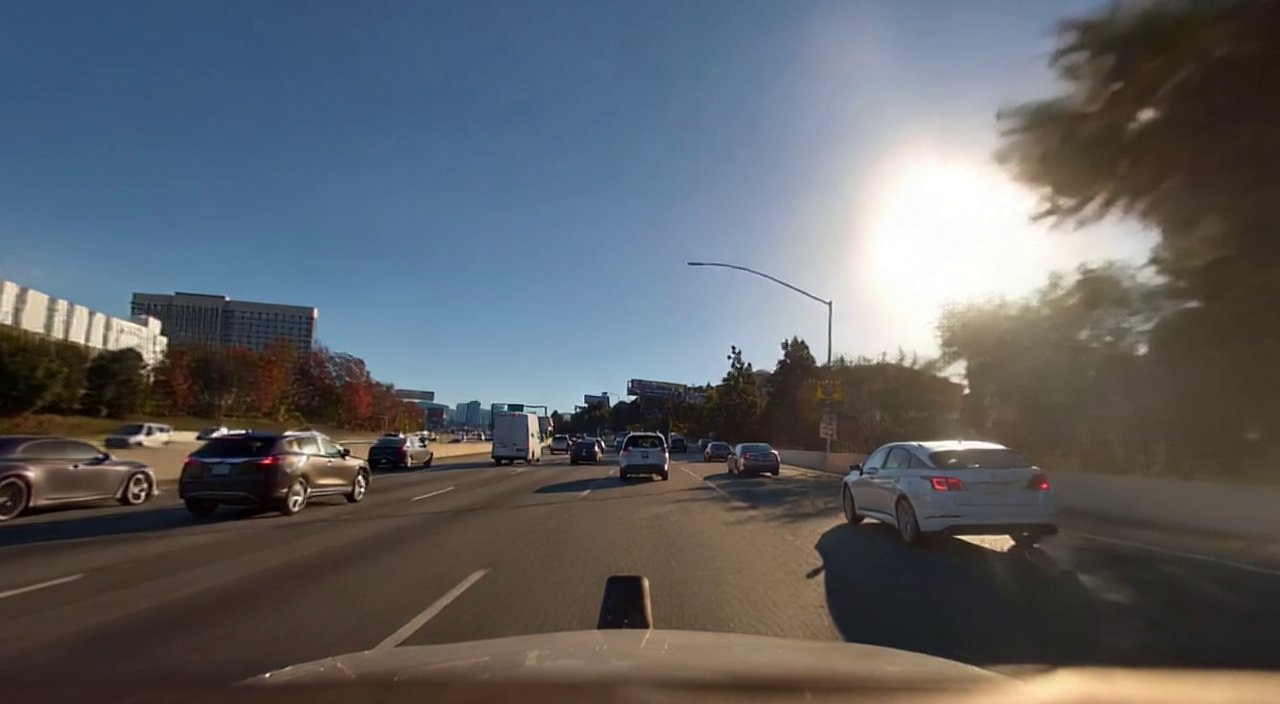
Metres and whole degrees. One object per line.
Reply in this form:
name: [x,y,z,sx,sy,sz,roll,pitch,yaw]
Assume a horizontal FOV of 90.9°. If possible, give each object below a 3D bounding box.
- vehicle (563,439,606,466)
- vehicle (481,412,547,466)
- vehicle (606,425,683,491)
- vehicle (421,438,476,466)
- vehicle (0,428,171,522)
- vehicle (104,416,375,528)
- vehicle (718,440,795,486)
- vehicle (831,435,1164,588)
vehicle: [-3.240,5.993,37.912,2.079,1.499,4.512,1,-8,1]
vehicle: [-7.168,5.082,36.876,2.358,2.817,7.055,1,-8,0]
vehicle: [0.162,3.385,20.656,2.209,1.863,4.626,1,-8,1]
vehicle: [-10.977,5.707,36.399,1.923,1.480,3.905,1,-8,1]
vehicle: [-10.834,2.034,10.835,1.970,1.441,4.555,1,-8,1]
vehicle: [-6.949,2.103,11.703,2.021,1.632,4.417,1,-8,1]
vehicle: [4.193,4.047,23.481,1.942,1.487,4.518,1,-8,-1]
vehicle: [4.280,1.912,8.644,1.915,1.482,4.537,1,-8,0]
